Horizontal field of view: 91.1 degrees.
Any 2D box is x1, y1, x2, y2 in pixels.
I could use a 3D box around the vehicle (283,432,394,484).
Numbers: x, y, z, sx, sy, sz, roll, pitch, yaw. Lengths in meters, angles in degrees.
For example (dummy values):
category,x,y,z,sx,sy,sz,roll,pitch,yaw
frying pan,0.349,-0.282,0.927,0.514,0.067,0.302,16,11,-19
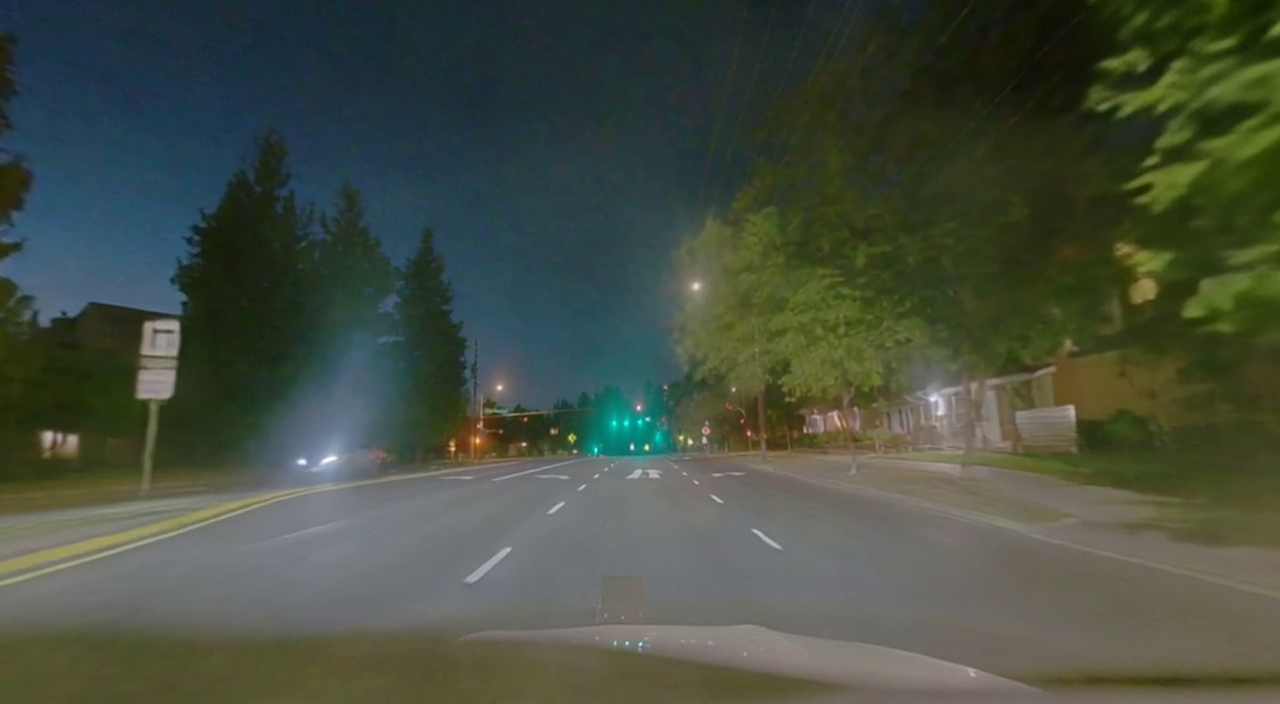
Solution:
category,x,y,z,sx,sy,sz,roll,pitch,yaw
vehicle,-11.760,4.148,24.938,2.045,1.847,4.674,0,-8,0
